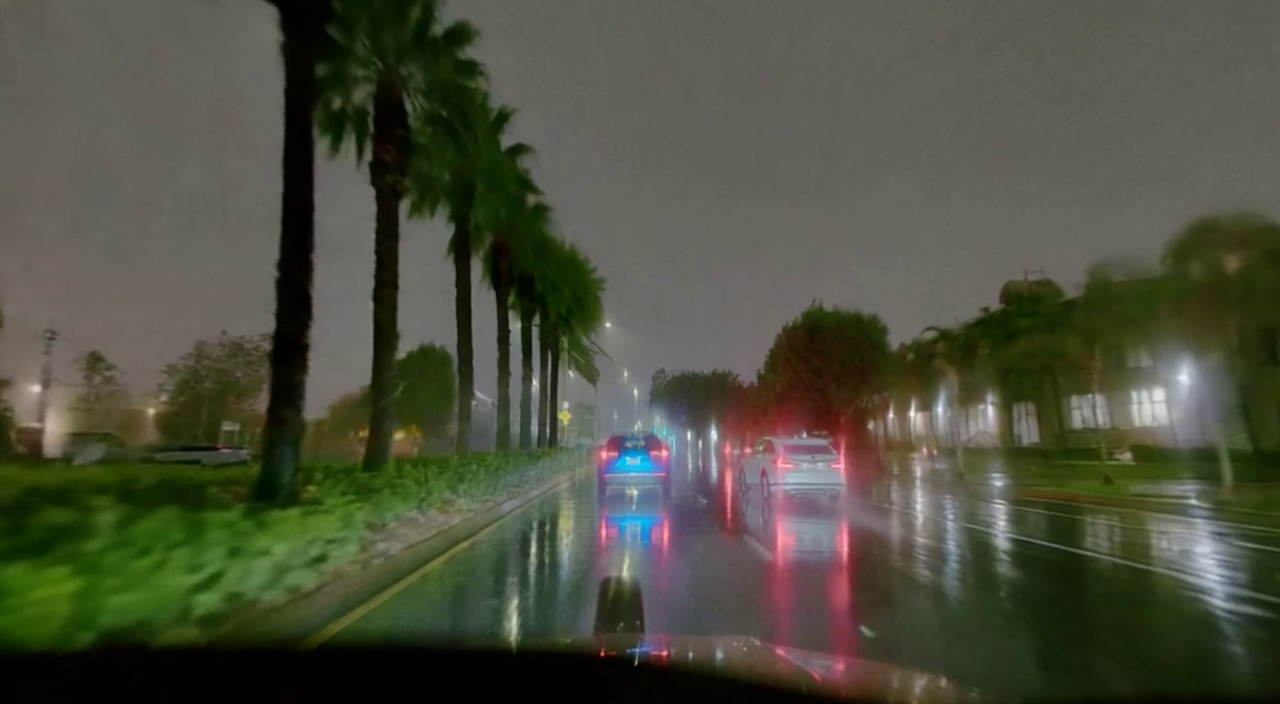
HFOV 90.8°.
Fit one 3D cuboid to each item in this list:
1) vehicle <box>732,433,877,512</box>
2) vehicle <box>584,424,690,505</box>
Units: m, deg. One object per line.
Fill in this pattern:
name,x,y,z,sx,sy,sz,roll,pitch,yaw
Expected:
vehicle,3.471,2.629,14.343,1.941,1.472,4.570,0,-8,-2
vehicle,-0.097,2.689,15.534,2.239,1.693,4.301,0,-8,-1
